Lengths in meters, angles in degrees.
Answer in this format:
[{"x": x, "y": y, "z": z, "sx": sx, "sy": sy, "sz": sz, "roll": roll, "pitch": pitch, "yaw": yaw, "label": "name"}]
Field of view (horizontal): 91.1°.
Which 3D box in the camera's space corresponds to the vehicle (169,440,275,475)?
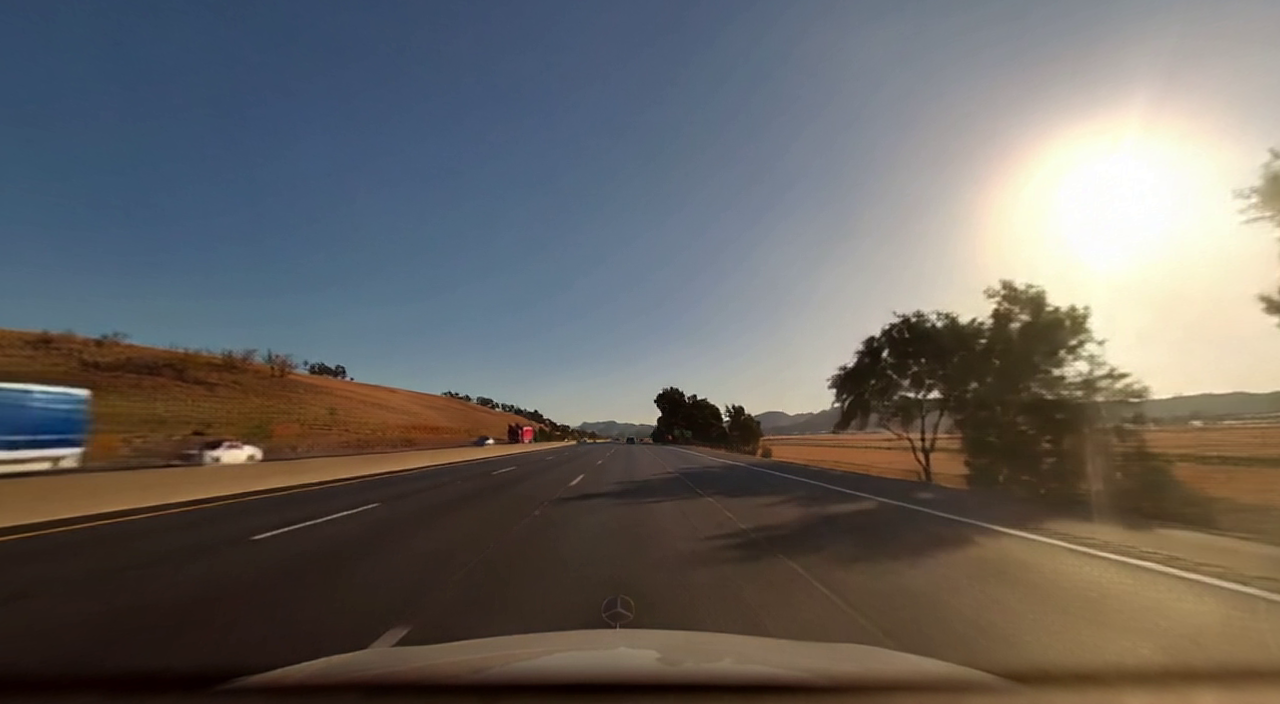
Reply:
[{"x": -19.966, "y": 5.005, "z": 30.315, "sx": 2.008, "sy": 1.529, "sz": 4.678, "roll": 0, "pitch": -8, "yaw": -2, "label": "vehicle"}]
